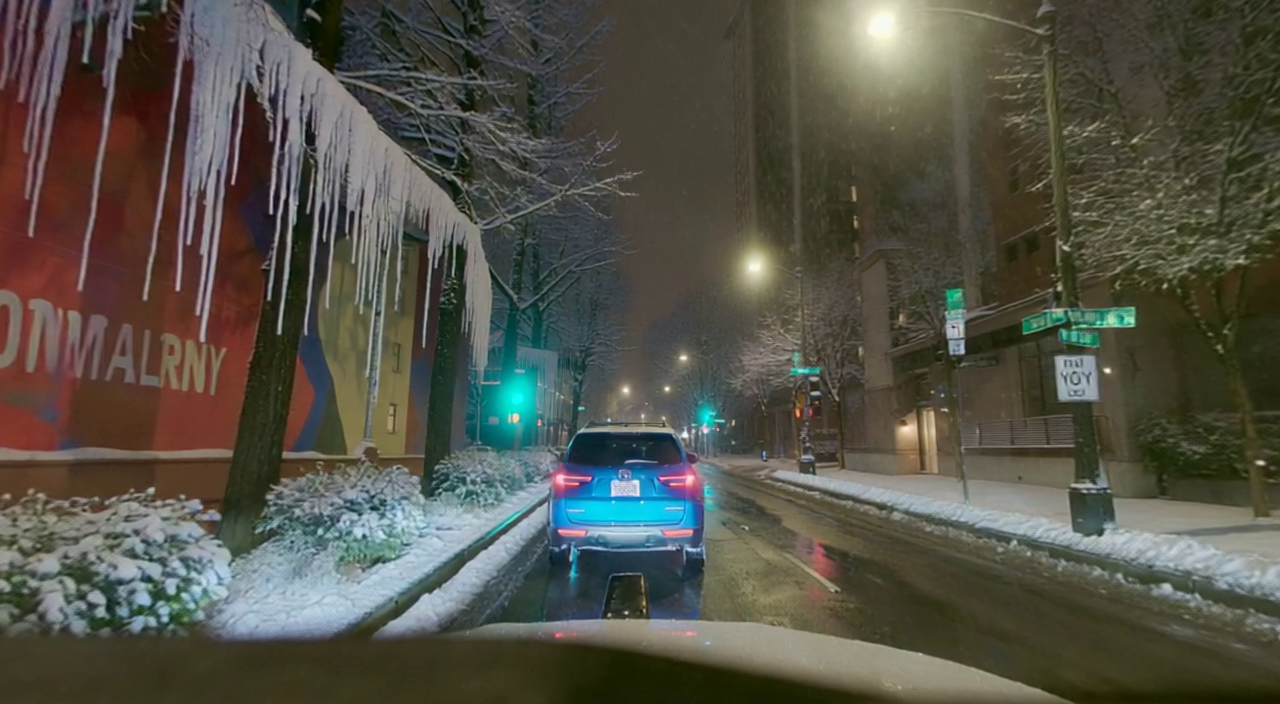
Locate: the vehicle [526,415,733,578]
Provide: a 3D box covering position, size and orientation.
[{"bbox_3d":[-0.132,1.751,8.378,2.079,1.621,3.861,0,-8,-1],"label":"vehicle"}]
